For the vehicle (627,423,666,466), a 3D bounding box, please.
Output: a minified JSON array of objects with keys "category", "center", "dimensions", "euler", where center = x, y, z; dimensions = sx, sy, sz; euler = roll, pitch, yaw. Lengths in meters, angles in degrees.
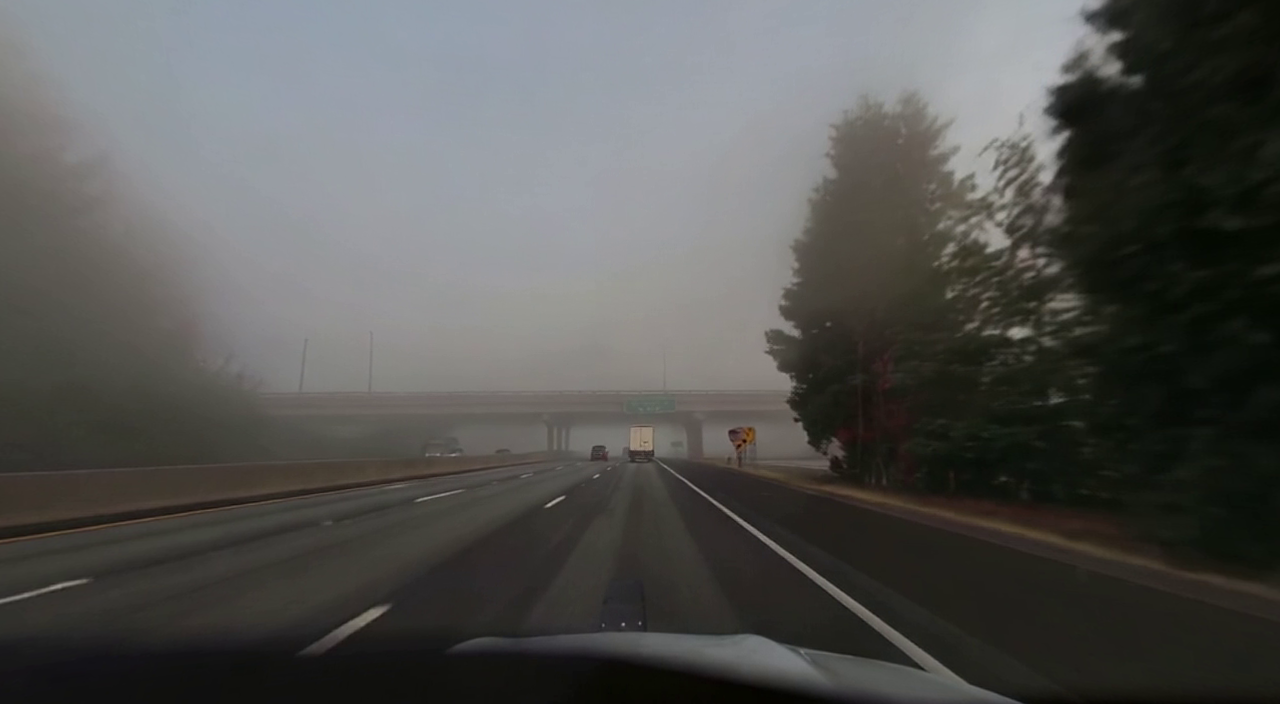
[{"category":"vehicle","center":[0.403,7.284,49.521],"dimensions":[2.790,3.075,7.414],"euler":[0,-9,-2]}]
